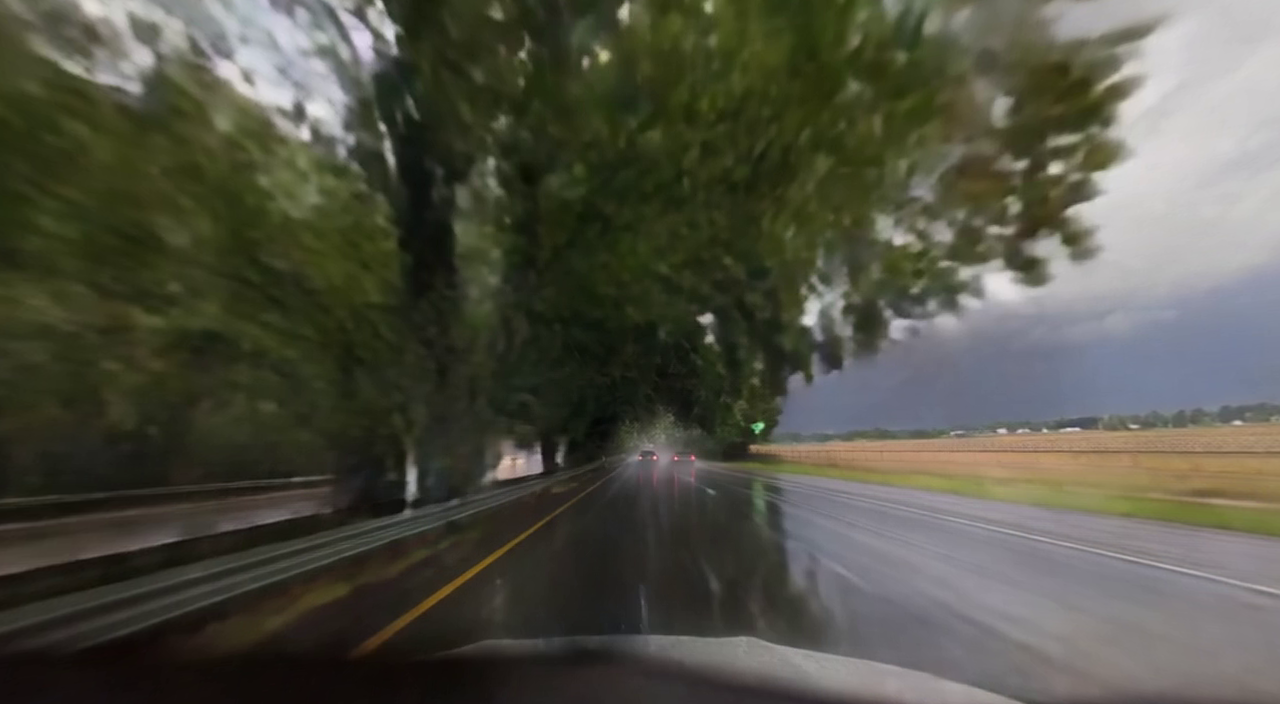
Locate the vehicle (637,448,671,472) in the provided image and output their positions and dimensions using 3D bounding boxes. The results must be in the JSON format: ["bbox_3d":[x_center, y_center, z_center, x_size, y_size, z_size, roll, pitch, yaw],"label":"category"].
[{"bbox_3d":[0.908,7.311,42.888,2.162,1.492,3.975,0,-9,-1],"label":"vehicle"}]
